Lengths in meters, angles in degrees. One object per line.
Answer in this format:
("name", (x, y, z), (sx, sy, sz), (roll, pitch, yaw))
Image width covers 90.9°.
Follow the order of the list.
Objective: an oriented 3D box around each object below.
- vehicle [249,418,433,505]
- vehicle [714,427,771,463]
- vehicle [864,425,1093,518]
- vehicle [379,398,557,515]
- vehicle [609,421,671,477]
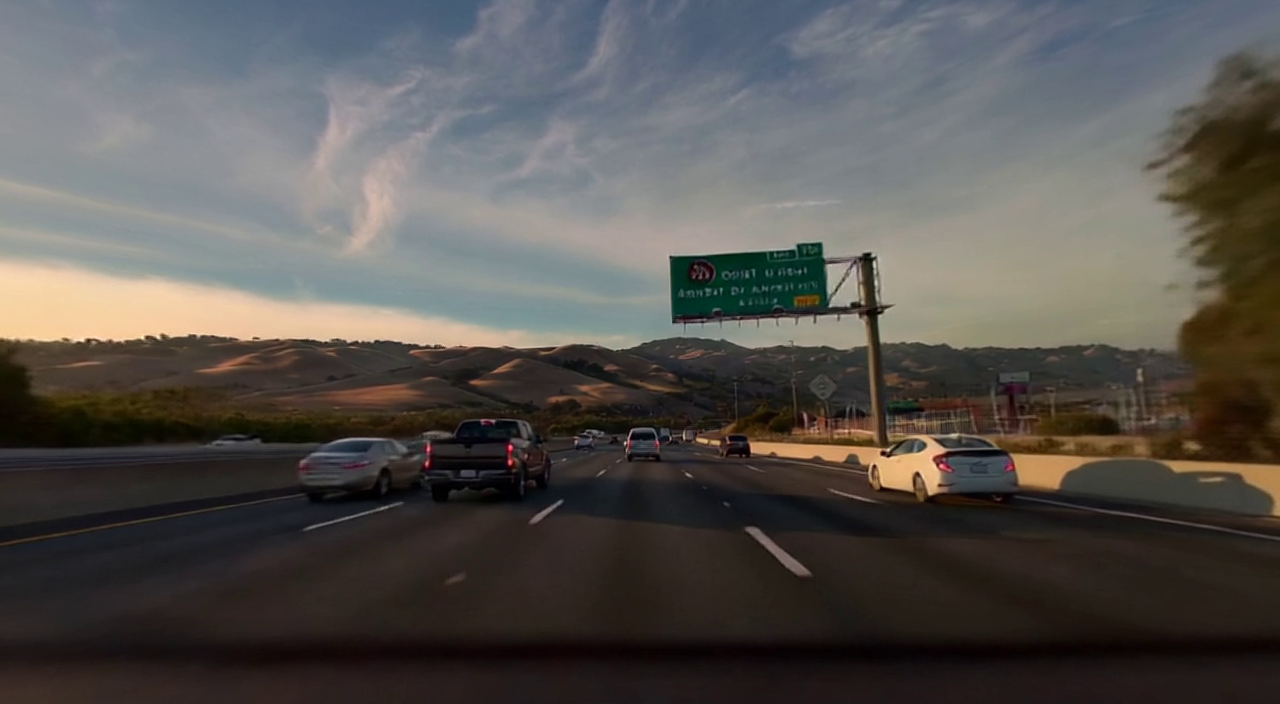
("vehicle", (-6.766, 2.541, 15.006), (2.052, 1.720, 4.538), (0, -8, 1))
("vehicle", (5.334, 4.935, 33.402), (2.067, 1.775, 4.372), (0, -8, -3))
("vehicle", (6.195, 2.227, 12.285), (1.998, 1.456, 4.338), (0, -8, -1))
("vehicle", (-3.359, 2.234, 13.846), (2.316, 1.999, 5.765), (0, -8, -1))
("vehicle", (0.023, 3.494, 22.827), (2.052, 1.808, 3.898), (0, -8, 1))
